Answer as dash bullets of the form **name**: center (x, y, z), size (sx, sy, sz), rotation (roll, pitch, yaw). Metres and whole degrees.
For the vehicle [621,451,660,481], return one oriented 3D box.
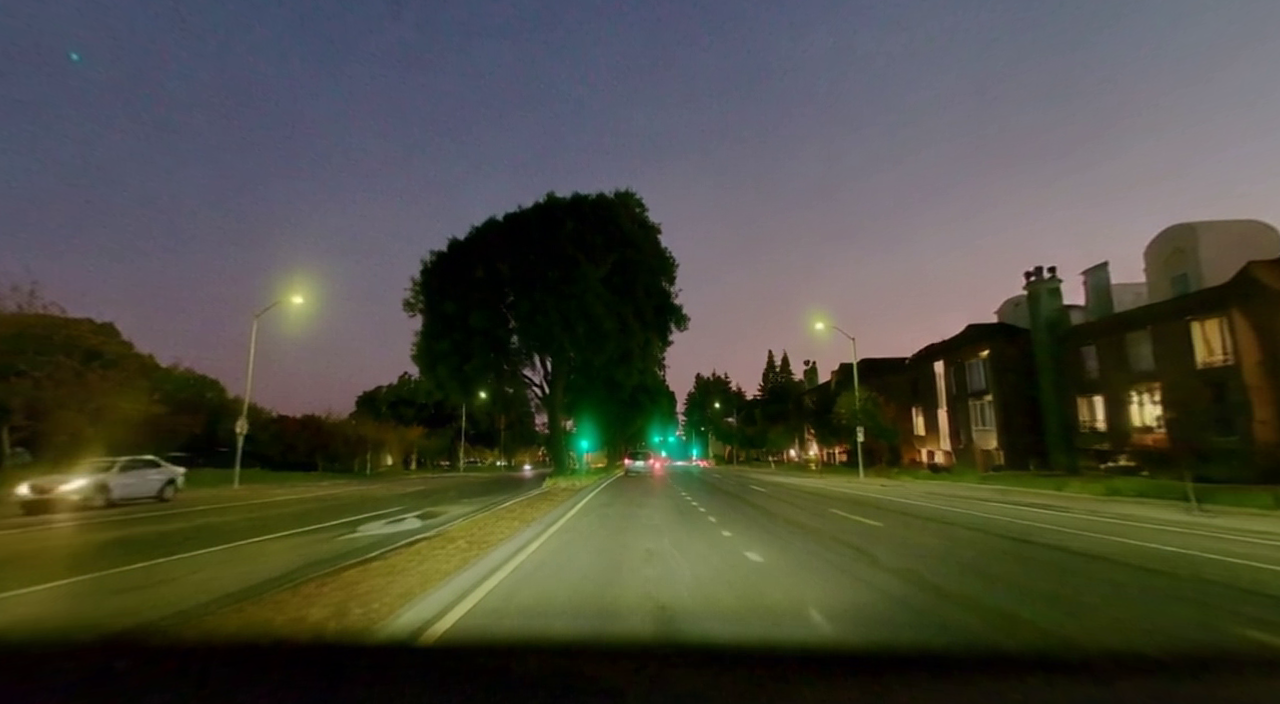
- **vehicle**: center (0.066, 6.331, 35.355), size (2.093, 1.591, 4.247), rotation (0, -9, 1)

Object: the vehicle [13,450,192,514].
- **vehicle**: center (-18.481, 4.438, 22.125), size (2.048, 1.955, 4.692), rotation (0, -9, 0)
